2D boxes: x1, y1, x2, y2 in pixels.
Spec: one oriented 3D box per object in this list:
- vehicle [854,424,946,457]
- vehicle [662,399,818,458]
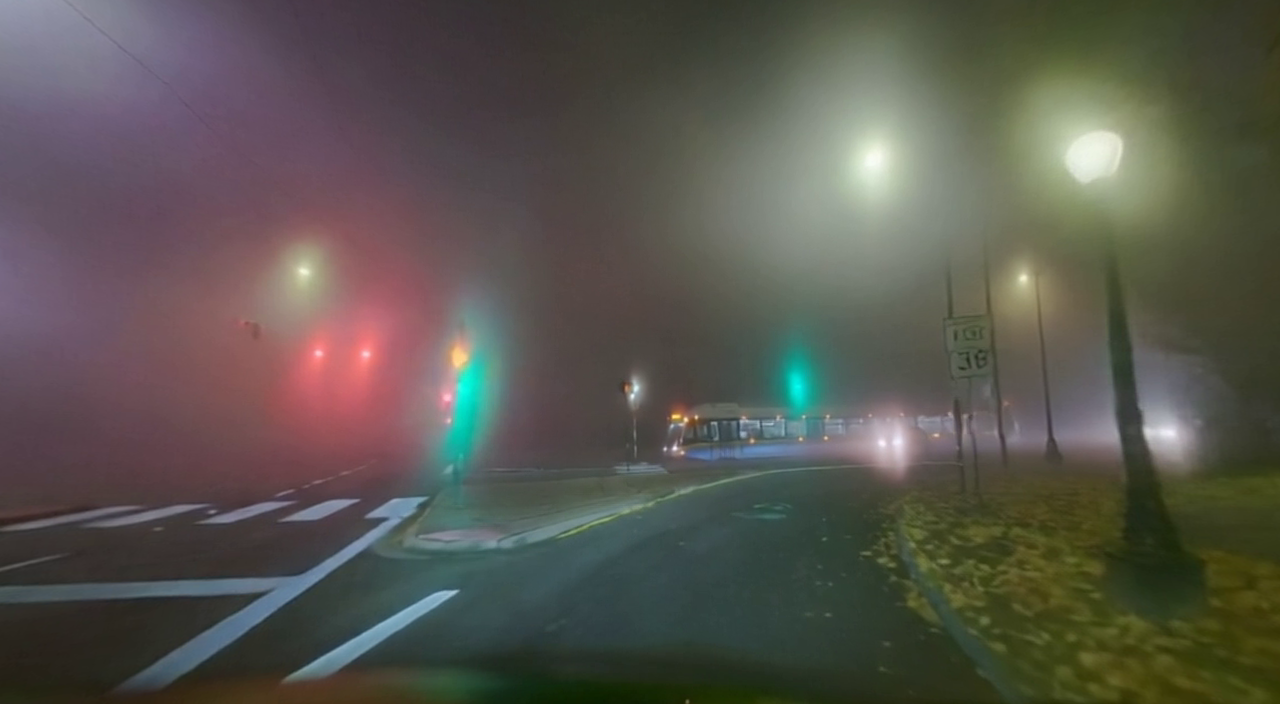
[{"bbox_3d":[14.762,5.058,35.606,4.687,1.760,2.028,3,-9,-22],"label":"vehicle"},{"bbox_3d":[6.870,5.331,43.007,10.391,3.725,2.904,3,-9,-19],"label":"vehicle"}]
